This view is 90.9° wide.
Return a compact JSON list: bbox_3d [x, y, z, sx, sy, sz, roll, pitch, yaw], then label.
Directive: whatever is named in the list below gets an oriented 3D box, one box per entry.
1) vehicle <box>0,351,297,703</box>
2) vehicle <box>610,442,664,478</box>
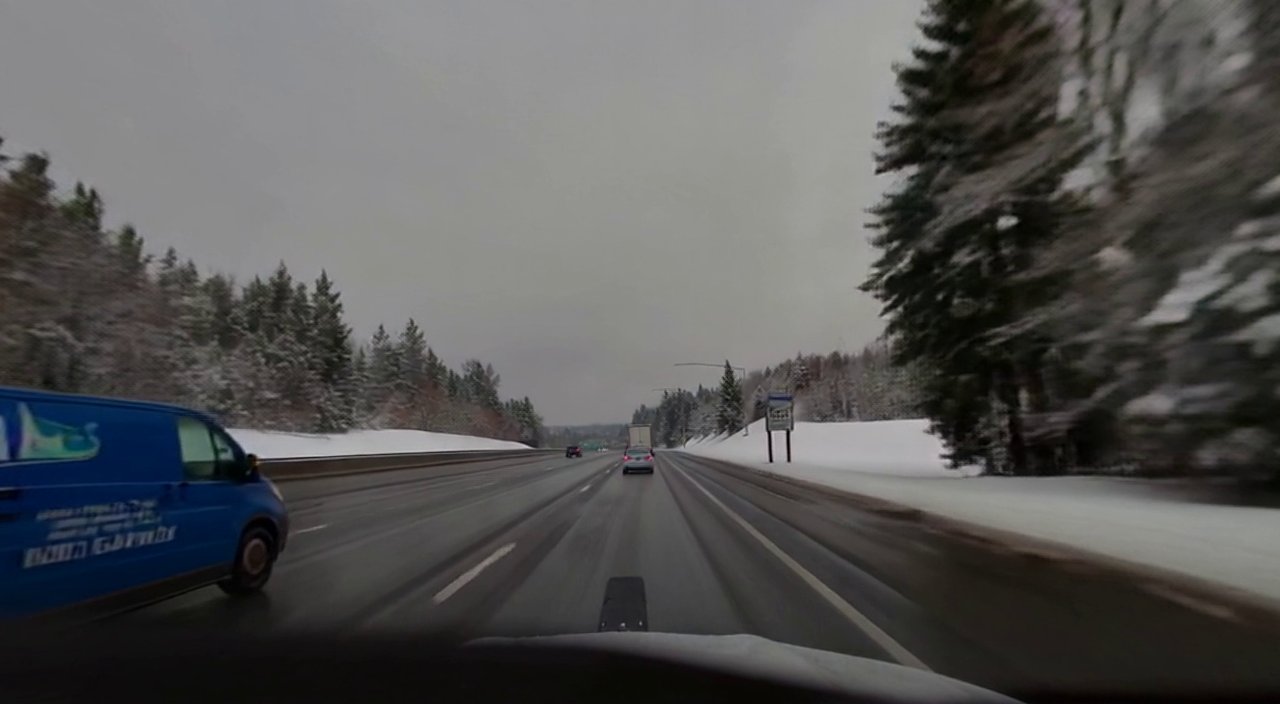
[{"bbox_3d":[-4.475,0.972,3.567,2.174,1.862,5.012,0,-9,1],"label":"vehicle"},{"bbox_3d":[-0.096,4.789,28.143,2.238,1.479,3.672,0,-9,1],"label":"vehicle"}]
